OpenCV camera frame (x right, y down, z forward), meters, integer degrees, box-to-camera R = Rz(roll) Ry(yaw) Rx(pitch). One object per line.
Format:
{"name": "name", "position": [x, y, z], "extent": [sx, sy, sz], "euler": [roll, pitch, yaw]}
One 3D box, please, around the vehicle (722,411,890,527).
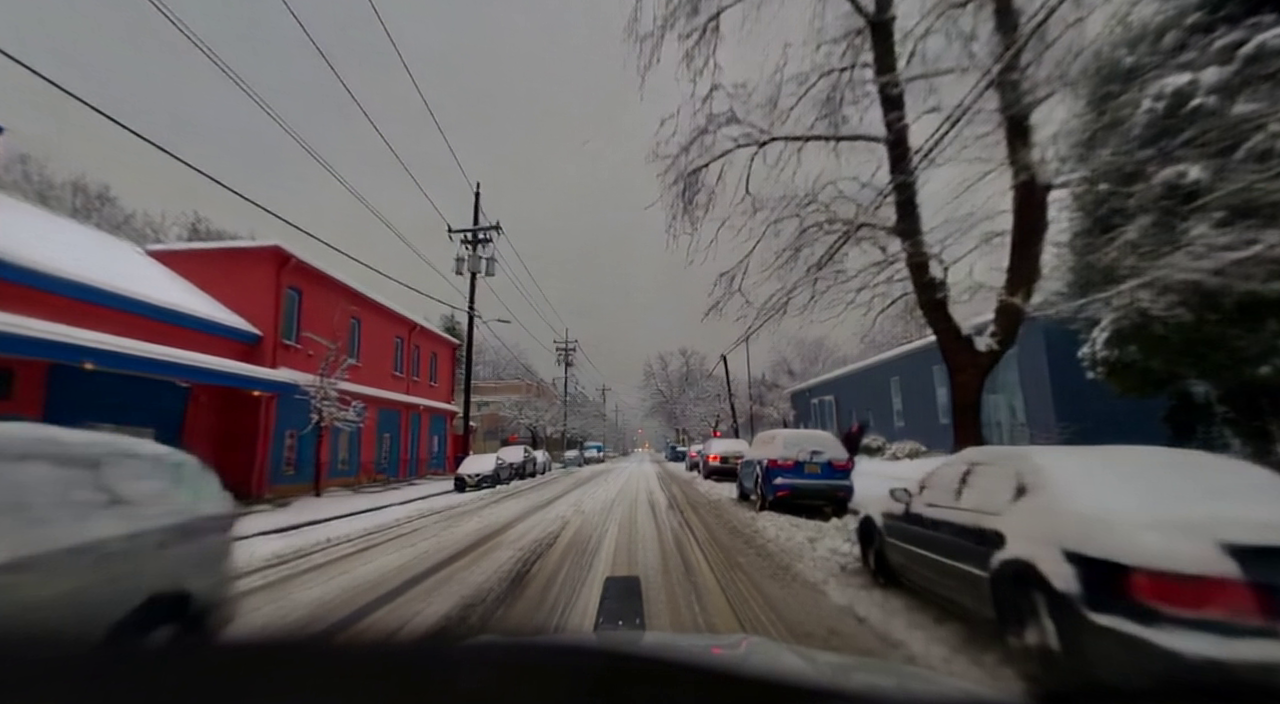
{"name": "vehicle", "position": [3.191, 2.397, 13.441], "extent": [2.263, 1.996, 4.870], "euler": [0, -9, 0]}

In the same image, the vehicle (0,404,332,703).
{"name": "vehicle", "position": [-3.083, 0.903, 1.804], "extent": [2.036, 1.515, 4.437], "euler": [-1, -9, 2]}

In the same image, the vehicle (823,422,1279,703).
{"name": "vehicle", "position": [3.088, 1.366, 4.769], "extent": [1.966, 1.471, 4.552], "euler": [0, -9, -1]}

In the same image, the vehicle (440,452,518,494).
{"name": "vehicle", "position": [-6.310, 4.758, 25.324], "extent": [1.844, 1.486, 4.474], "euler": [0, -9, 2]}
